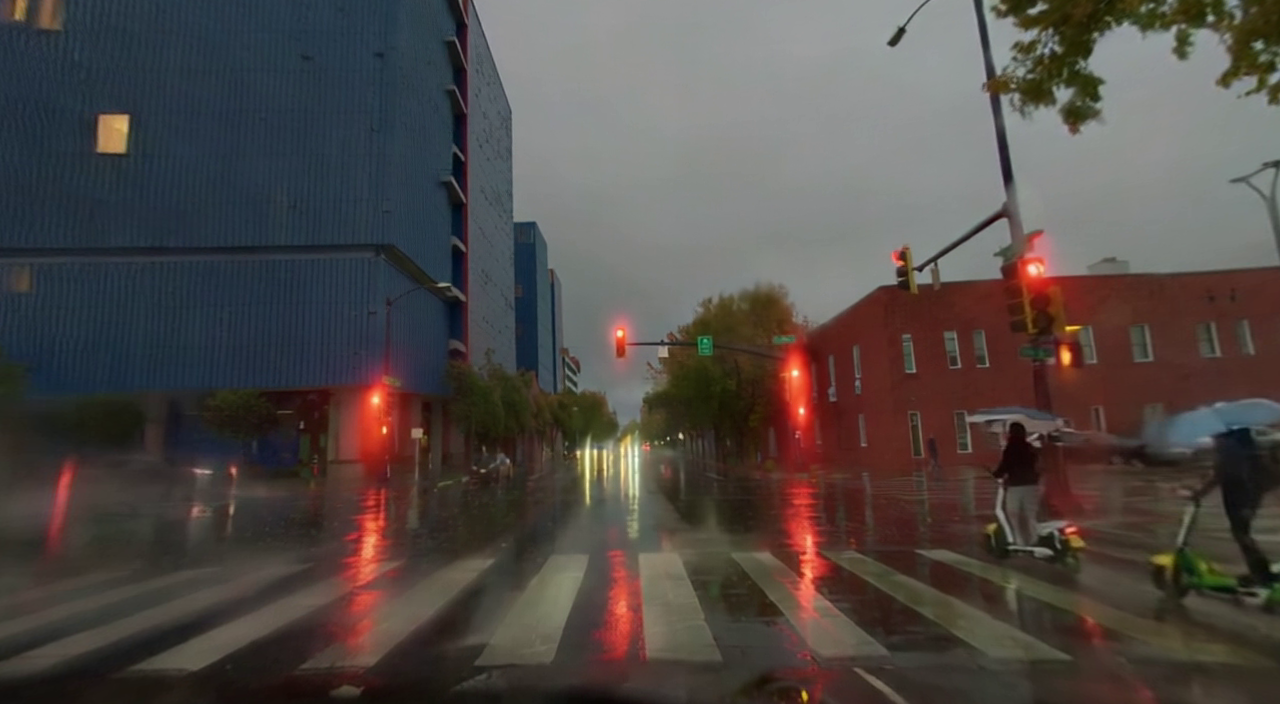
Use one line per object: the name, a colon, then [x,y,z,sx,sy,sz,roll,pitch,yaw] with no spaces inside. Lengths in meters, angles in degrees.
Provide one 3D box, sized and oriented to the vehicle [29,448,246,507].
vehicle: [-14.993,3.741,19.131,4.641,1.616,2.051,1,-8,-6]
